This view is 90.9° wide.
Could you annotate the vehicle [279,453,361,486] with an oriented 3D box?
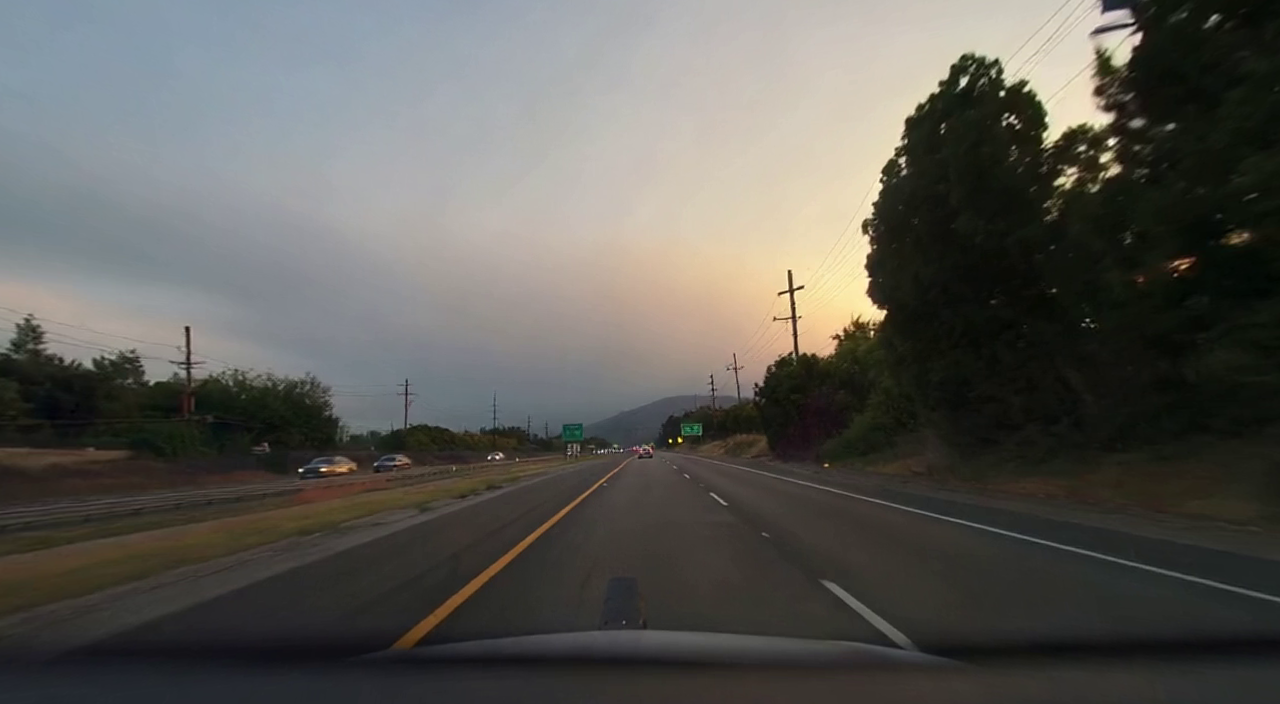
[{"bbox_3d":[-16.851,6.182,33.499,1.904,1.491,4.685,-1,-8,0],"label":"vehicle"}]
